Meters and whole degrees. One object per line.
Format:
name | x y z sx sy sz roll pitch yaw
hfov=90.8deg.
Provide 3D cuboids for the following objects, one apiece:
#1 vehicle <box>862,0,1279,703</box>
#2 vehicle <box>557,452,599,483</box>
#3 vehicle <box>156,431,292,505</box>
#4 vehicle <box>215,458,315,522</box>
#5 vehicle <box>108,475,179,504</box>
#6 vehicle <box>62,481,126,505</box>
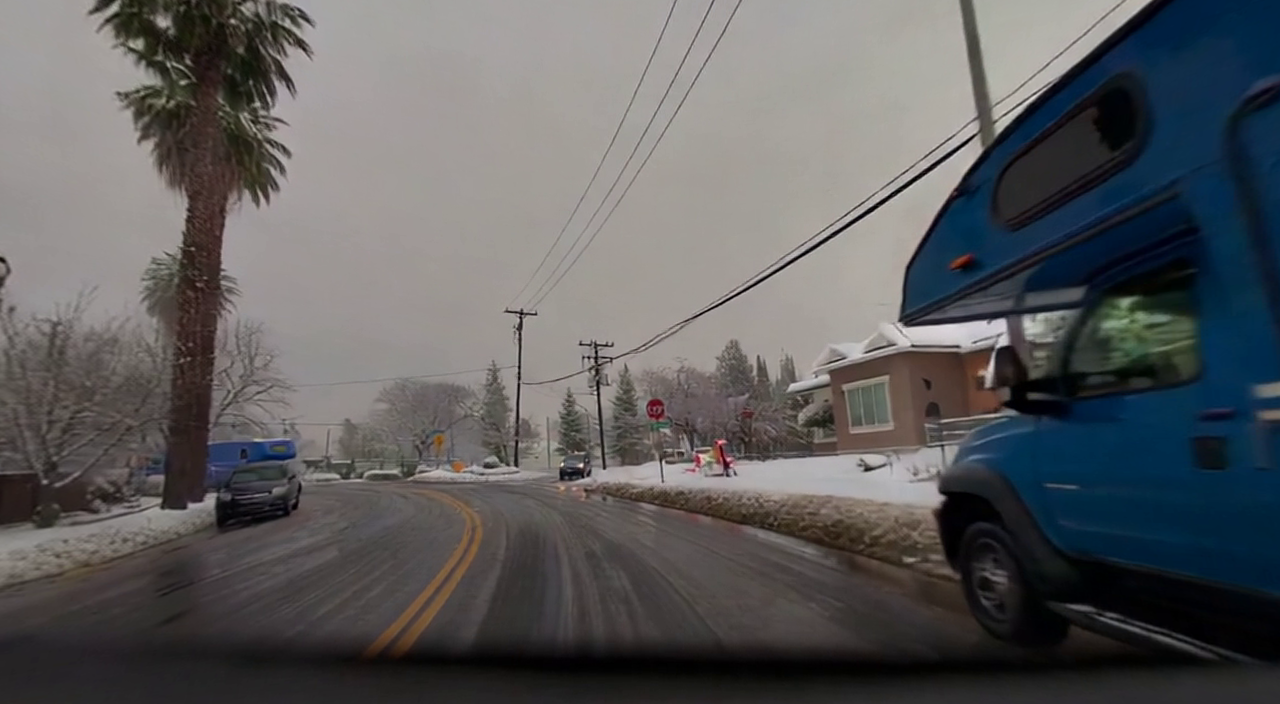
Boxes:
vehicle | 3.108 -0.211 0.816 2.853 3.082 7.767 0 -8 1
vehicle | -4.417 7.948 43.932 2.508 1.887 5.930 1 -8 -9
vehicle | -24.710 6.653 37.136 11.364 3.720 3.216 -7 -11 39
vehicle | -10.917 3.960 18.713 2.085 1.545 4.340 4 -9 -25
vehicle | -34.343 9.468 43.695 4.527 1.732 2.059 -5 -9 27
vehicle | -40.193 10.353 46.489 4.164 1.504 2.025 -5 -10 27
